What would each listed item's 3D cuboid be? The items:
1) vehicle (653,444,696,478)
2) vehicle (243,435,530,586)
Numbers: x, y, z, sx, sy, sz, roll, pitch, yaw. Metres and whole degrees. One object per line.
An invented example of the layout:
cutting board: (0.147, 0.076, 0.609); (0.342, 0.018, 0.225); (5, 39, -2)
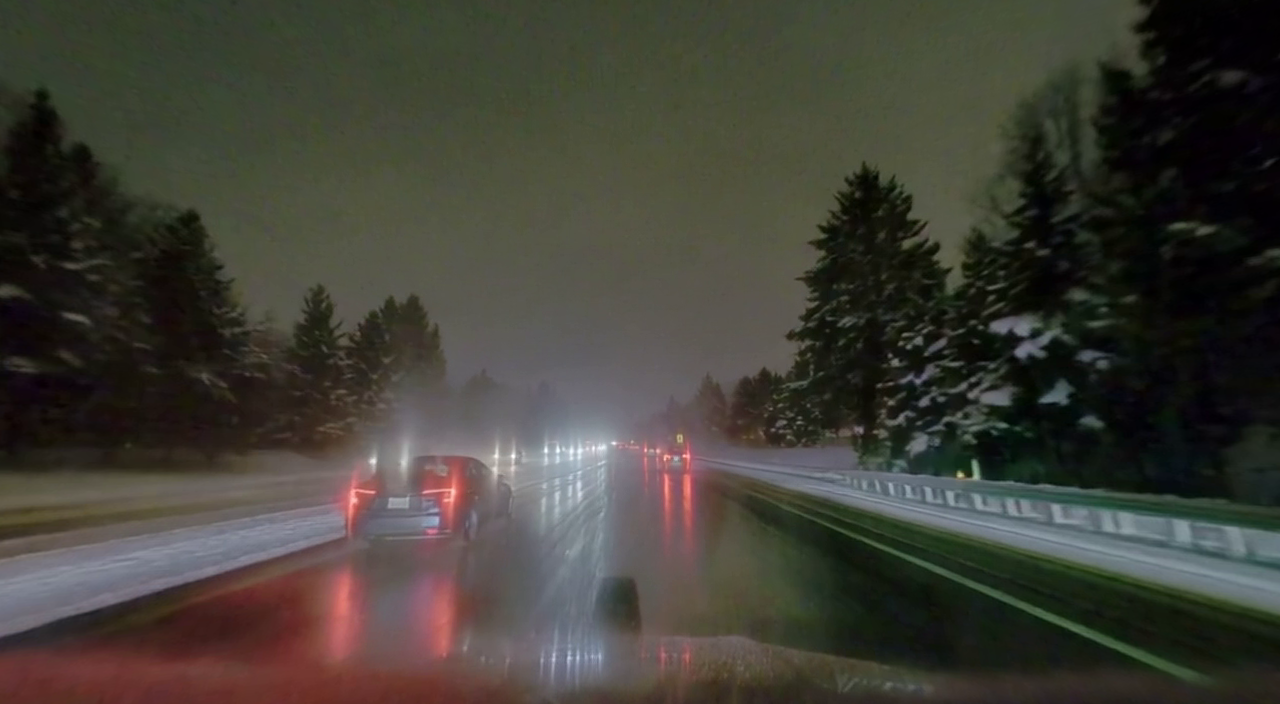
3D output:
vehicle: (1.643, 5.344, 30.920); (1.910, 1.554, 3.718); (0, -9, 0)
vehicle: (-2.899, 1.900, 8.377); (2.013, 1.479, 4.169); (0, -9, 1)
